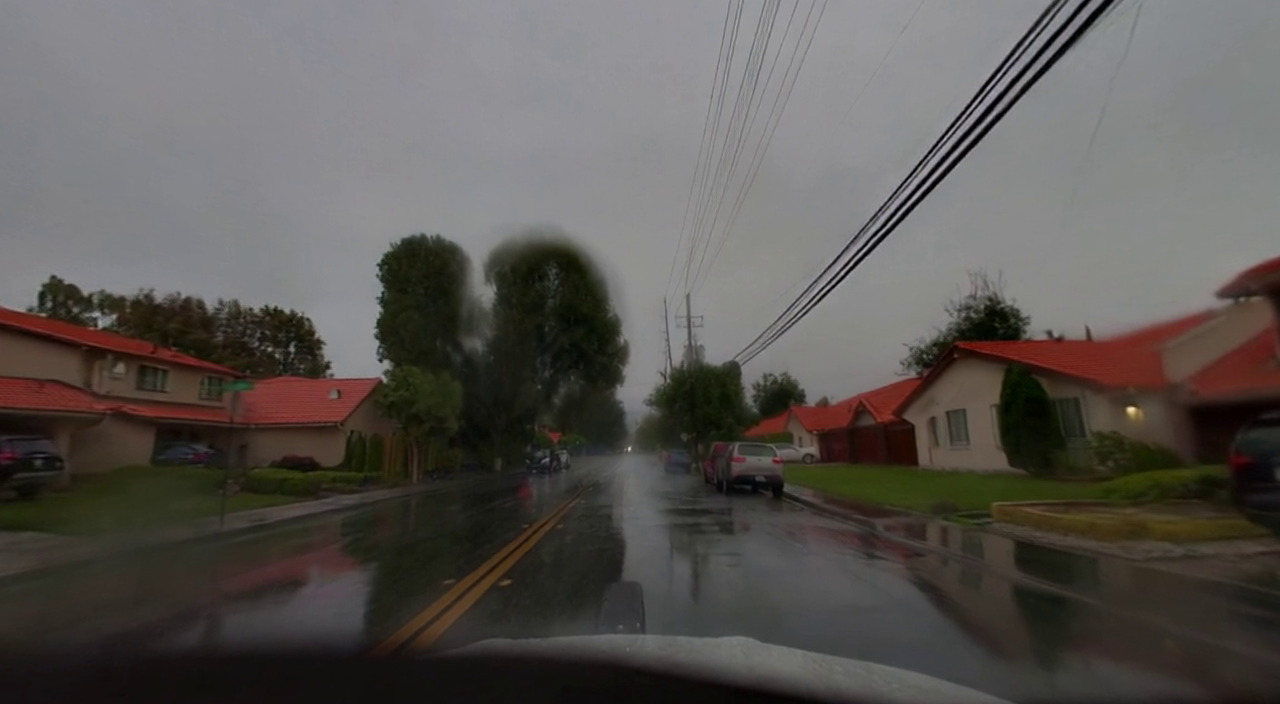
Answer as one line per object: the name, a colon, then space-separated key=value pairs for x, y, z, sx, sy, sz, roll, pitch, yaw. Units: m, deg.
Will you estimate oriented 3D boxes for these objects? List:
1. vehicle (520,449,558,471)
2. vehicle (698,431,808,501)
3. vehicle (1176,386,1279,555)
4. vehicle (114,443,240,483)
vehicle: x=-7.460 y=8.050 z=47.193 sx=1.956 sy=1.515 sz=4.607 roll=-1 pitch=-9 yaw=1
vehicle: x=3.284 y=3.448 z=19.603 sx=2.114 sy=1.858 sz=5.144 roll=0 pitch=-9 yaw=-4
vehicle: x=9.535 y=1.284 z=6.951 sx=5.490 sy=1.774 sz=1.867 roll=0 pitch=-9 yaw=0
vehicle: x=-22.151 y=5.315 z=30.548 sx=2.139 sy=1.746 sz=5.099 roll=0 pitch=-9 yaw=1
